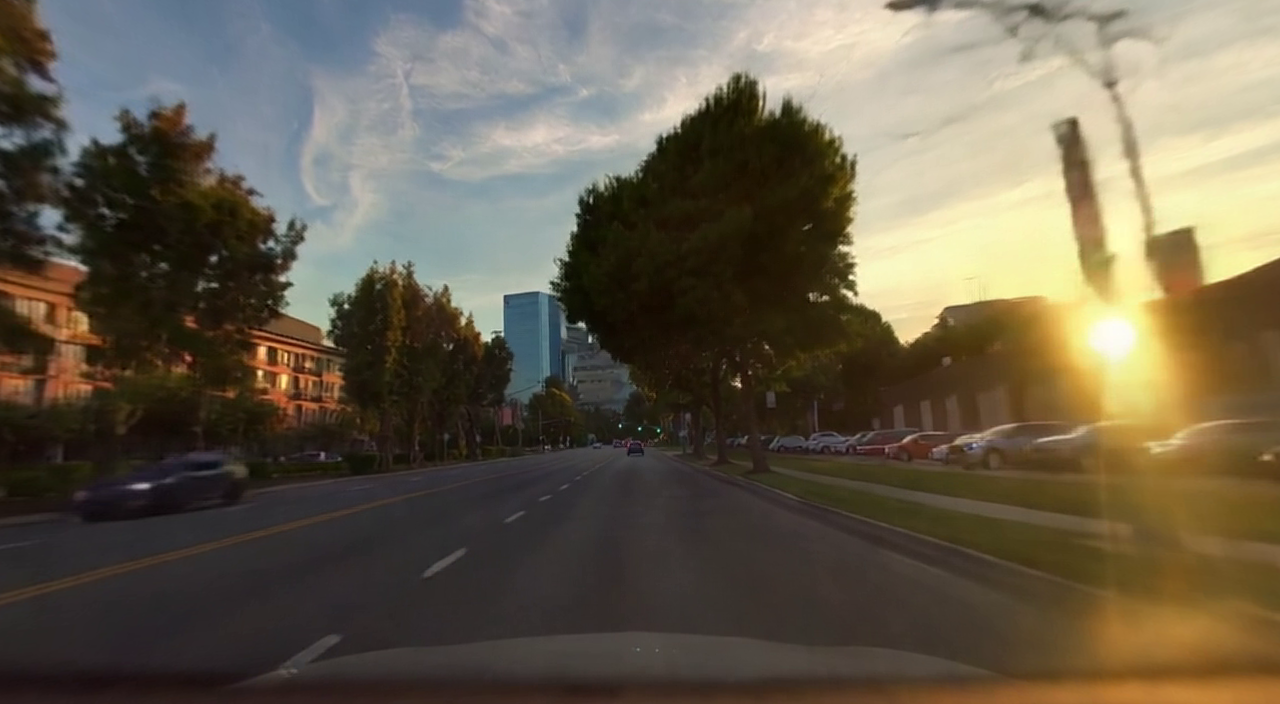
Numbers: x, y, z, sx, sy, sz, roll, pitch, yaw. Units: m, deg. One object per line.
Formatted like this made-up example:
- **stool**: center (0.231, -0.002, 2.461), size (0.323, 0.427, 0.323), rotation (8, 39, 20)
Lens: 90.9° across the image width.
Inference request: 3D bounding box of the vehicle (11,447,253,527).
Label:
- **vehicle**: center (-11.949, 3.147, 15.398), size (2.096, 1.509, 4.666), rotation (-2, -8, -1)

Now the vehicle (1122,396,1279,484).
- **vehicle**: center (13.748, 1.945, 13.954), size (4.482, 1.779, 2.004), rotation (0, -8, -3)
